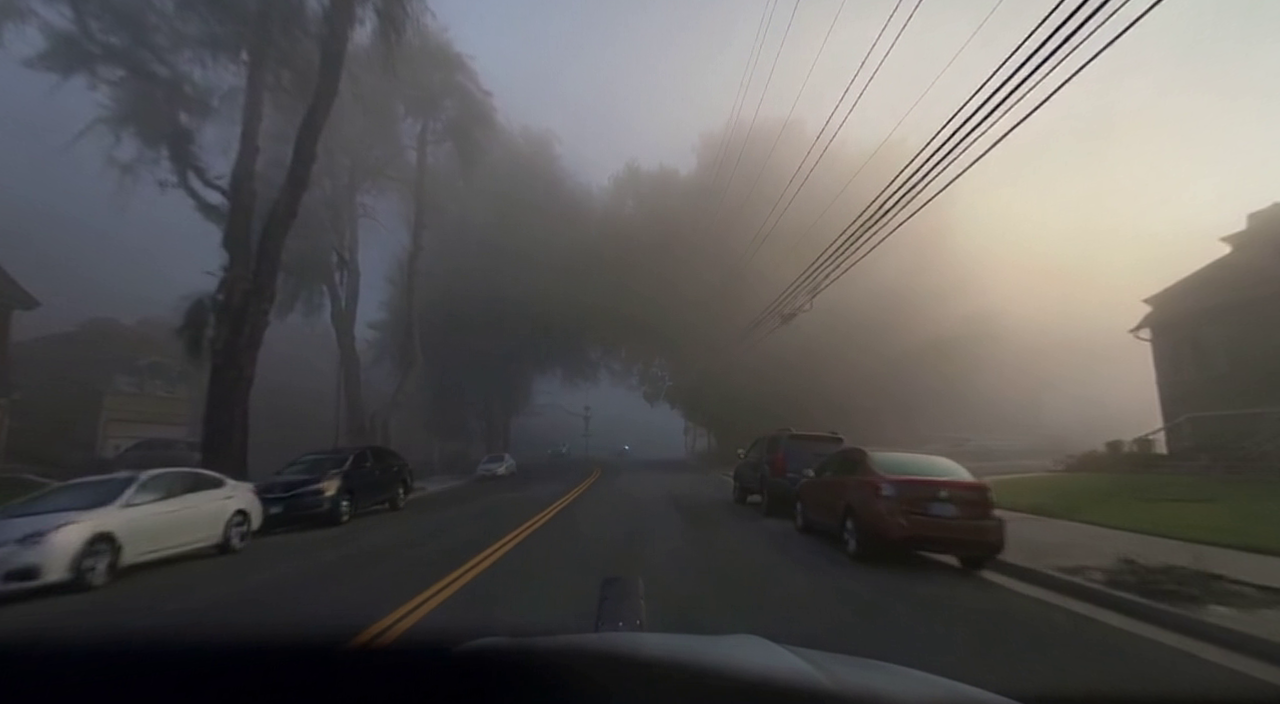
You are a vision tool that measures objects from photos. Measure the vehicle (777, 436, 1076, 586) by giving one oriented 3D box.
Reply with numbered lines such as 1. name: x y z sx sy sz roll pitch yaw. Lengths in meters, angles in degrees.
1. vehicle: 3.311 1.899 8.441 1.869 1.453 4.237 0 -9 -2

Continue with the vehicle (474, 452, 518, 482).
1. vehicle: -7.697 6.160 34.126 1.902 1.456 4.451 1 -9 -7

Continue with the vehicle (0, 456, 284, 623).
1. vehicle: -6.854 2.118 8.178 1.854 1.460 4.582 0 -9 0

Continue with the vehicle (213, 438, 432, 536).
1. vehicle: -6.795 2.917 14.507 2.151 1.789 5.482 0 -9 0
